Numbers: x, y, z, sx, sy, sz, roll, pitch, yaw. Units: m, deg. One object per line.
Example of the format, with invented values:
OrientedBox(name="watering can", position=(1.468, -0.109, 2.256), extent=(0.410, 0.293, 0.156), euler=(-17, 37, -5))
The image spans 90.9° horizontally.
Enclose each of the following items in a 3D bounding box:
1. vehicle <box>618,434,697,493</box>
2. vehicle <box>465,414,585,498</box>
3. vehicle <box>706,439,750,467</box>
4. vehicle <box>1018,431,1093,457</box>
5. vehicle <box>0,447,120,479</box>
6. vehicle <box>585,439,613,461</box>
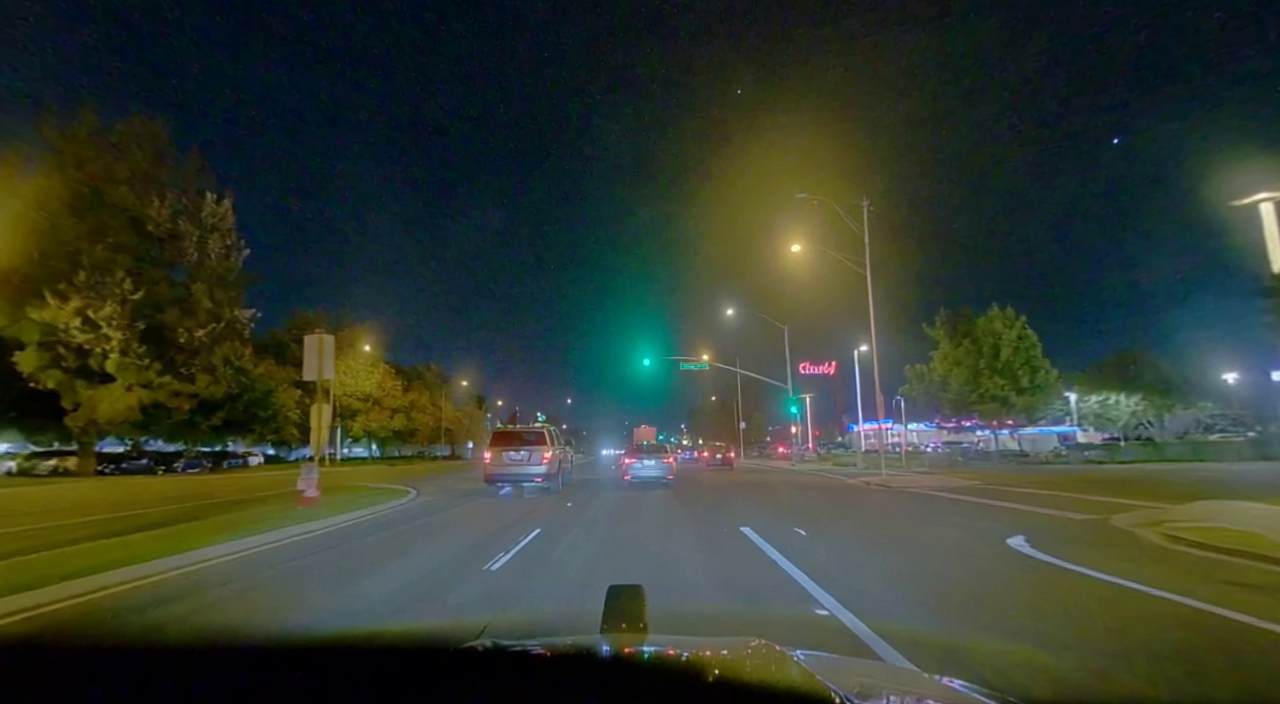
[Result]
OrientedBox(name="vehicle", position=(0.448, 3.196, 18.421), extent=(2.061, 1.494, 4.079), euler=(0, -8, 0))
OrientedBox(name="vehicle", position=(-2.935, 2.827, 17.463), extent=(2.289, 1.935, 5.227), euler=(0, -8, 1))
OrientedBox(name="vehicle", position=(4.998, 5.816, 36.354), extent=(1.900, 1.507, 4.151), euler=(0, -8, 0))
OrientedBox(name="vehicle", position=(32.974, 7.265, 49.965), extent=(5.720, 1.822, 2.307), euler=(3, -9, -28))
OrientedBox(name="vehicle", position=(-28.637, 5.441, 31.122), extent=(4.208, 1.505, 1.914), euler=(0, -8, 0))
OrientedBox(name="vehicle", position=(-3.032, 7.357, 47.398), extent=(1.902, 1.522, 3.523), euler=(0, -8, 0))
